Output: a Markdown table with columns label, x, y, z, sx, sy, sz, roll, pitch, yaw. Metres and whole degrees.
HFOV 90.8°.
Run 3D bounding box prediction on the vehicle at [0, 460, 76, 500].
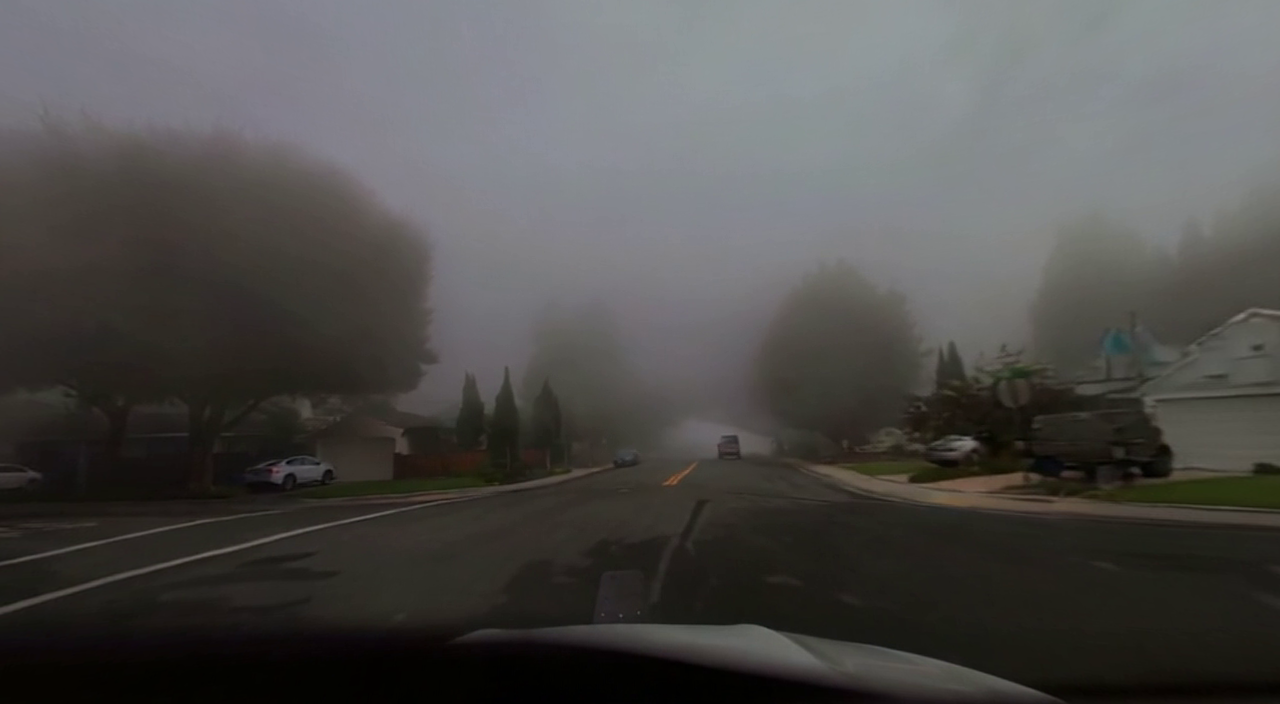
| label | x | y | z | sx | sy | sz | roll | pitch | yaw |
| --- | --- | --- | --- | --- | --- | --- | --- | --- | --- |
| vehicle | -28.989 | 5.841 | 28.980 | 1.978 | 1.666 | 4.230 | -1 | -9 | 8 |

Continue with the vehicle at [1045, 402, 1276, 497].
| label | x | y | z | sx | sy | sz | roll | pitch | yaw |
| --- | --- | --- | --- | --- | --- | --- | --- | --- | --- |
| vehicle | 12.620 | 2.451 | 16.010 | 2.333 | 1.933 | 5.662 | -2 | -9 | 16 |

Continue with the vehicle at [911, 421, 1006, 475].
| label | x | y | z | sx | sy | sz | roll | pitch | yaw |
| --- | --- | --- | --- | --- | --- | --- | --- | --- | --- |
| vehicle | 12.056 | 3.684 | 24.276 | 2.130 | 1.836 | 4.464 | -2 | -9 | 13 |

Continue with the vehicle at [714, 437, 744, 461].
| label | x | y | z | sx | sy | sz | roll | pitch | yaw |
| --- | --- | --- | --- | --- | --- | --- | --- | --- | --- |
| vehicle | 6.683 | 7.303 | 47.523 | 2.116 | 1.711 | 4.155 | -1 | -9 | 8 |

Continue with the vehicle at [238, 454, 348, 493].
| label | x | y | z | sx | sy | sz | roll | pitch | yaw |
| --- | --- | --- | --- | --- | --- | --- | --- | --- | --- |
| vehicle | -15.425 | 5.385 | 28.399 | 1.917 | 1.499 | 4.569 | -1 | -9 | 8 |

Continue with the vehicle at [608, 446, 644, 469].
| label | x | y | z | sx | sy | sz | roll | pitch | yaw |
| --- | --- | --- | --- | --- | --- | --- | --- | --- | --- |
| vehicle | -0.985 | 7.736 | 46.551 | 2.075 | 1.551 | 4.074 | -1 | -9 | 6 |
